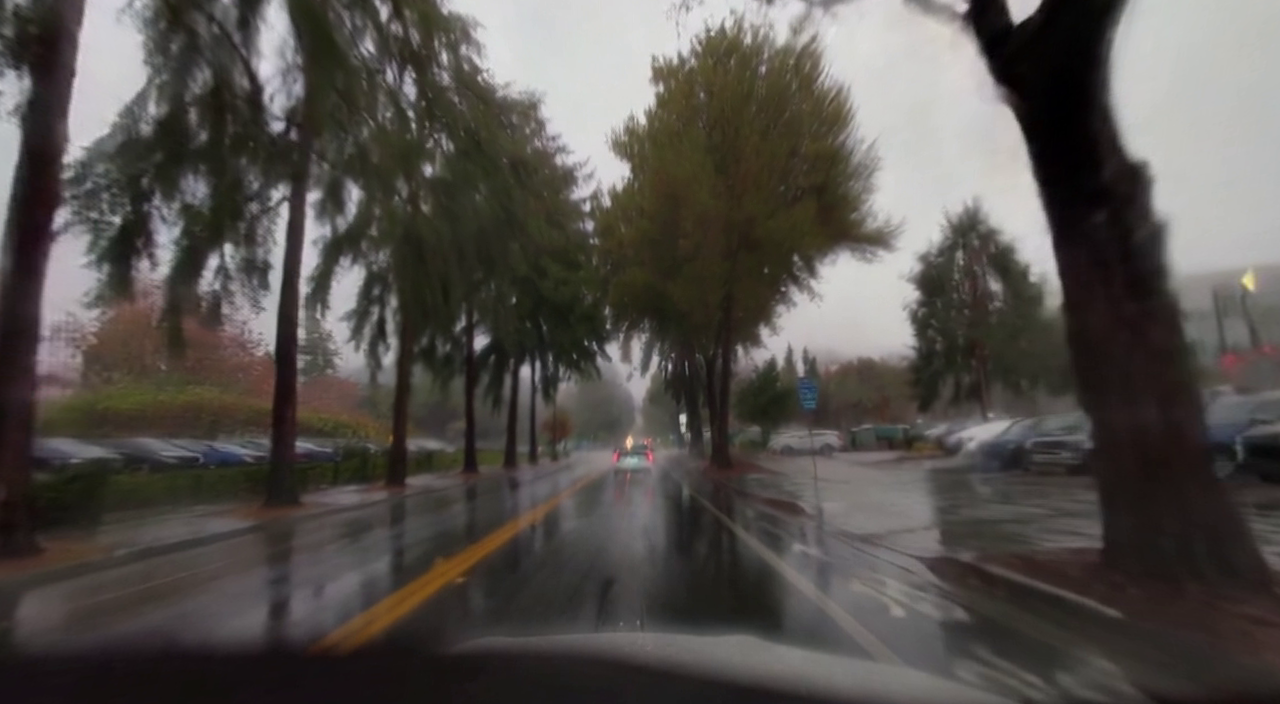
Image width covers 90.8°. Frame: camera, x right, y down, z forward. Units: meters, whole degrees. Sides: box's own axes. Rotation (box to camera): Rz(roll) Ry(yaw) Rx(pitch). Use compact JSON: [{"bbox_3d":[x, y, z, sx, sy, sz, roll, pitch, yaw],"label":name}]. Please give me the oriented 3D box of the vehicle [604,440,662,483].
[{"bbox_3d":[-0.289,4.453,26.026,2.152,1.574,4.223,-1,-8,-1],"label":"vehicle"}]
